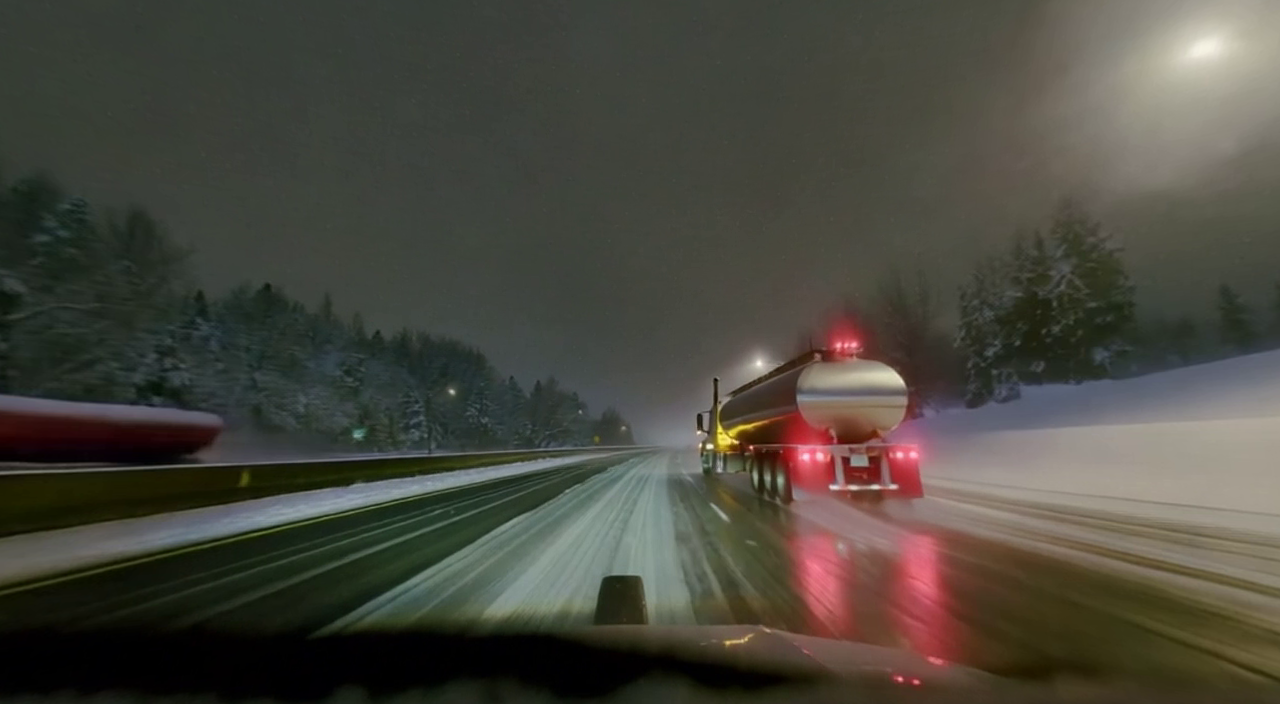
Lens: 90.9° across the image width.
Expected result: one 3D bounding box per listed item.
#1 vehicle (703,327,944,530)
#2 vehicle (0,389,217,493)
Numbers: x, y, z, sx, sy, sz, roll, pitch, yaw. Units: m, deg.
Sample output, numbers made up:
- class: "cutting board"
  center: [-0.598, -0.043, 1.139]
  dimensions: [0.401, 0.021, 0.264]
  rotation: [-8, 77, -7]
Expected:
- class: "vehicle"
  center: [3.968, 2.397, 18.455]
  dimensions: [2.880, 3.624, 14.397]
  rotation: [0, -8, 1]
- class: "vehicle"
  center: [-24.646, 4.185, 29.530]
  dimensions: [2.789, 4.030, 9.306]
  rotation: [-1, -8, 3]
